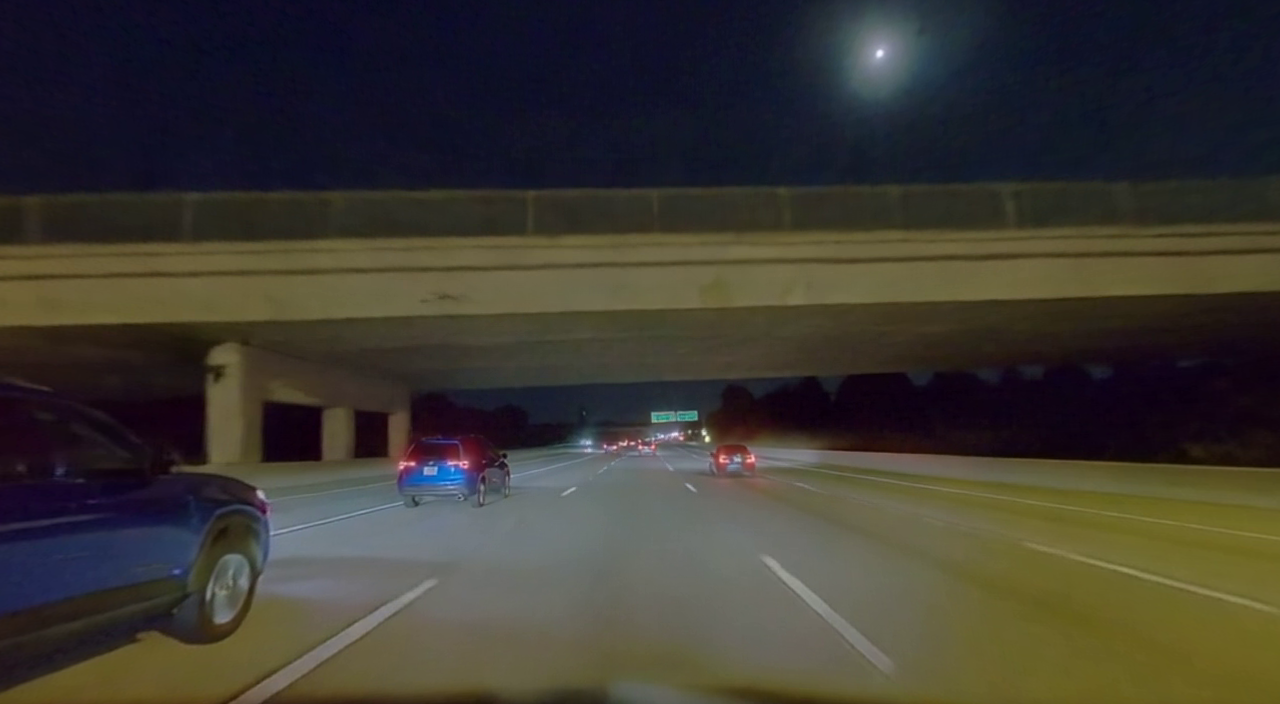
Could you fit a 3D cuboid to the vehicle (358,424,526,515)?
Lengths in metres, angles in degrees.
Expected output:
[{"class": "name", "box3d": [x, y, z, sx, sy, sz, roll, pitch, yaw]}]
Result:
[{"class": "vehicle", "box3d": [-3.975, 2.433, 13.550, 2.193, 1.641, 4.077, 0, -8, 1]}]

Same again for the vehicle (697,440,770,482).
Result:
[{"class": "vehicle", "box3d": [3.464, 4.124, 24.194, 2.083, 1.453, 4.307, 0, -8, -1]}]
